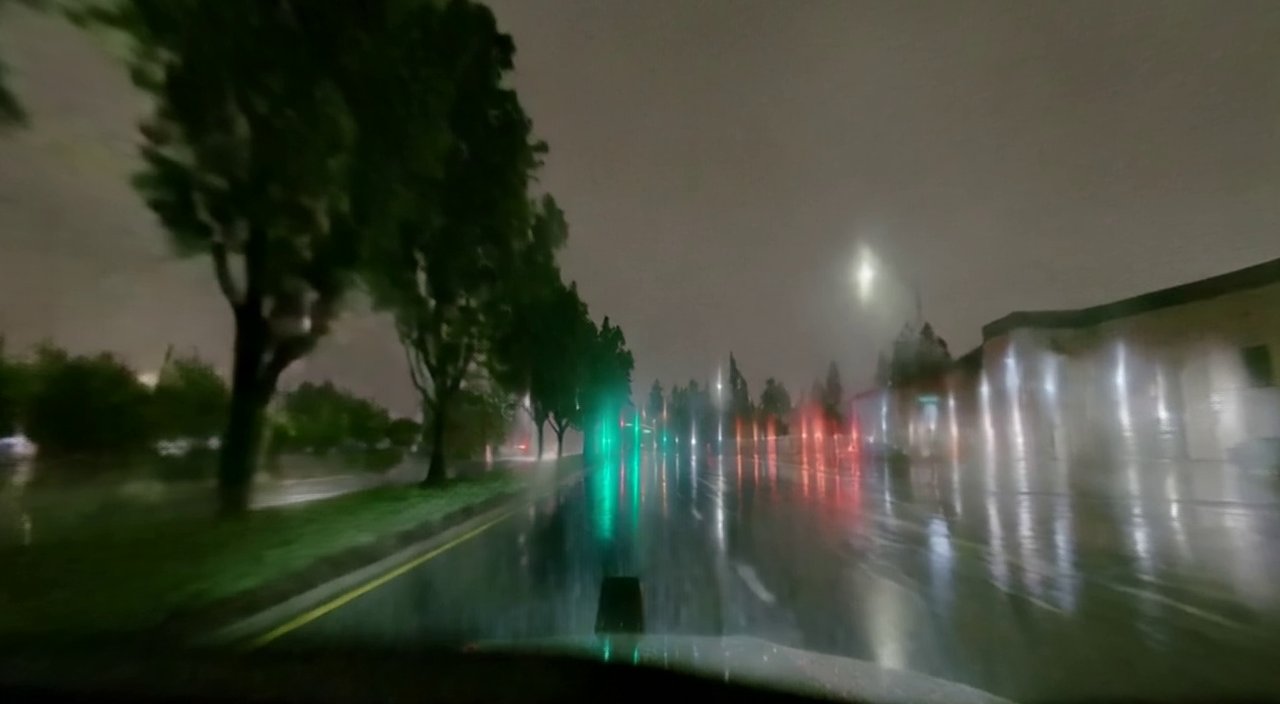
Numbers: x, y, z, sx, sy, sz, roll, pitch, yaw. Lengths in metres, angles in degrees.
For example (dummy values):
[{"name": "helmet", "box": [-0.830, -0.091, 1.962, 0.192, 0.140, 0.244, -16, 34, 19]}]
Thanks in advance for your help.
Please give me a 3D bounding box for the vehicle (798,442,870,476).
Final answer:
[{"name": "vehicle", "box": [9.489, 5.272, 31.327, 1.981, 1.557, 4.456, 1, -9, -3]}]
